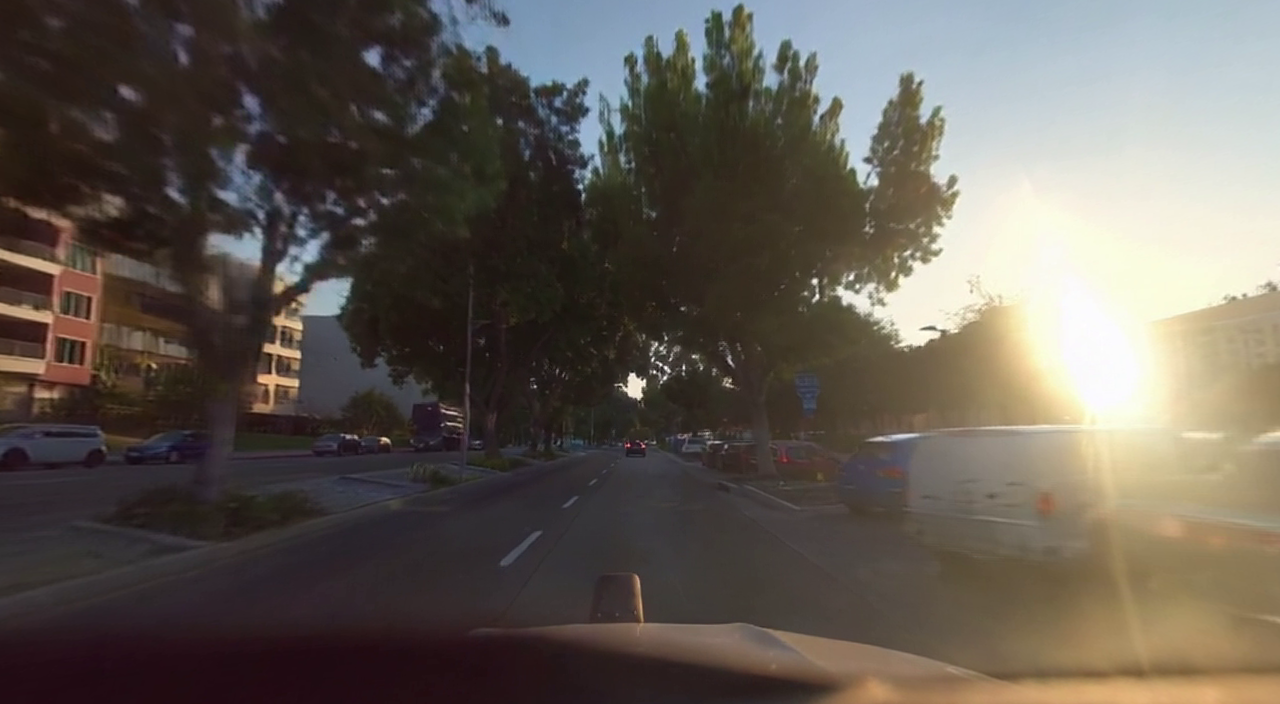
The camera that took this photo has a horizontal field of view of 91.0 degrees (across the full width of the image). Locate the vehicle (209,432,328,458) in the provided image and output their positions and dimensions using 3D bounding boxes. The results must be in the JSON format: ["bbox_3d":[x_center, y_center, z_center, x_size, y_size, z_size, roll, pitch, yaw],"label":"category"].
[{"bbox_3d":[-19.106,4.856,32.854,2.389,1.206,6.247,-1,-8,1],"label":"vehicle"}]

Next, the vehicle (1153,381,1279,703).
[{"bbox_3d":[4.752,0.967,3.508,3.531,1.529,1.903,5,-10,-35],"label":"vehicle"}]

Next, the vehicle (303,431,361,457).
[{"bbox_3d":[-19.081,5.721,39.144,1.792,1.554,3.682,0,-8,-1],"label":"vehicle"}]

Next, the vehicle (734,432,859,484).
[{"bbox_3d":[5.055,3.359,20.238,3.765,1.497,1.831,5,-10,-35],"label":"vehicle"}]

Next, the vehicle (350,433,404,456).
[{"bbox_3d":[-18.778,6.630,45.136,1.909,1.518,4.459,-1,-8,1],"label":"vehicle"}]

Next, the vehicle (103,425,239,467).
[{"bbox_3d":[-18.662,3.794,25.396,1.869,1.494,4.833,0,-8,-1],"label":"vehicle"}]

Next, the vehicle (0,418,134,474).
[{"bbox_3d":[-18.369,2.891,19.332,1.811,1.502,4.639,-1,-8,-1],"label":"vehicle"}]

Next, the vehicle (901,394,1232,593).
[{"bbox_3d":[4.909,1.433,7.144,3.689,1.643,1.844,6,-10,-36],"label":"vehicle"}]
